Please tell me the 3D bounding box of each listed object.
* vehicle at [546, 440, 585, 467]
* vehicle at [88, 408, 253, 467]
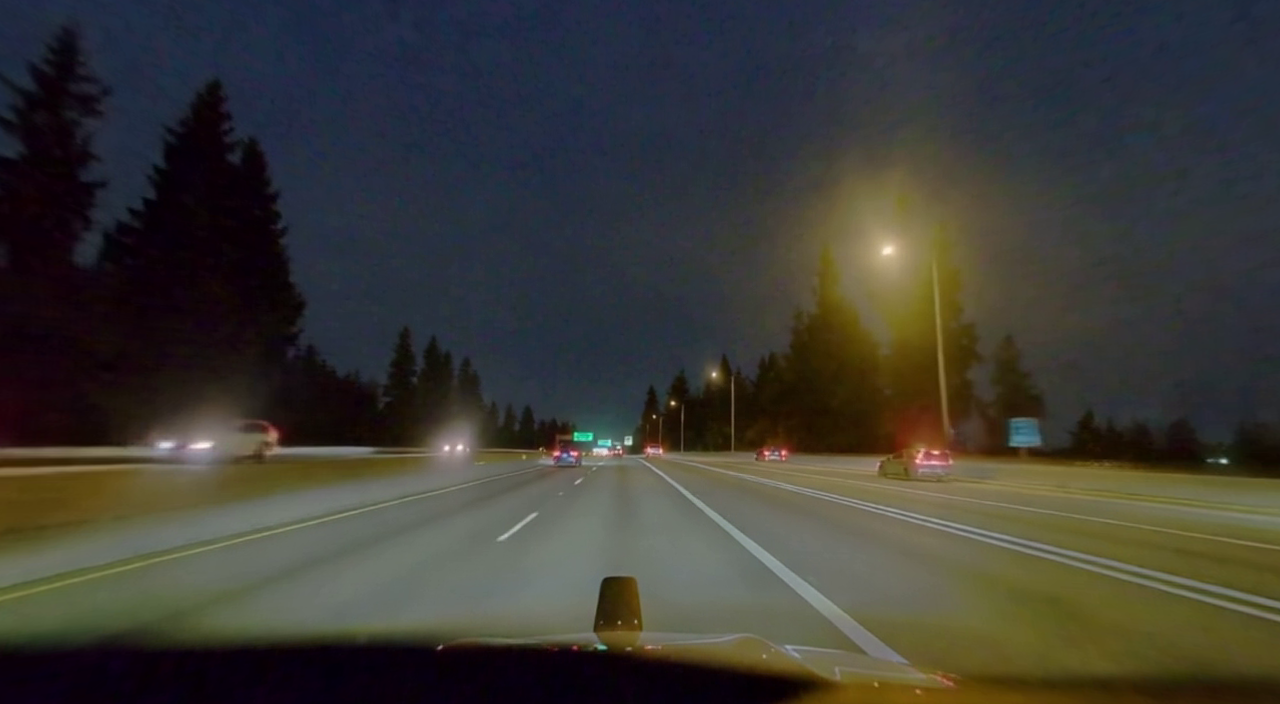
[{"bbox_3d":[-4.654,6.402,39.742,2.071,1.615,3.868,0,-9,-1],"label":"vehicle"},{"bbox_3d":[-16.969,3.188,23.119,2.070,1.906,5.188,0,-9,-1],"label":"vehicle"}]
